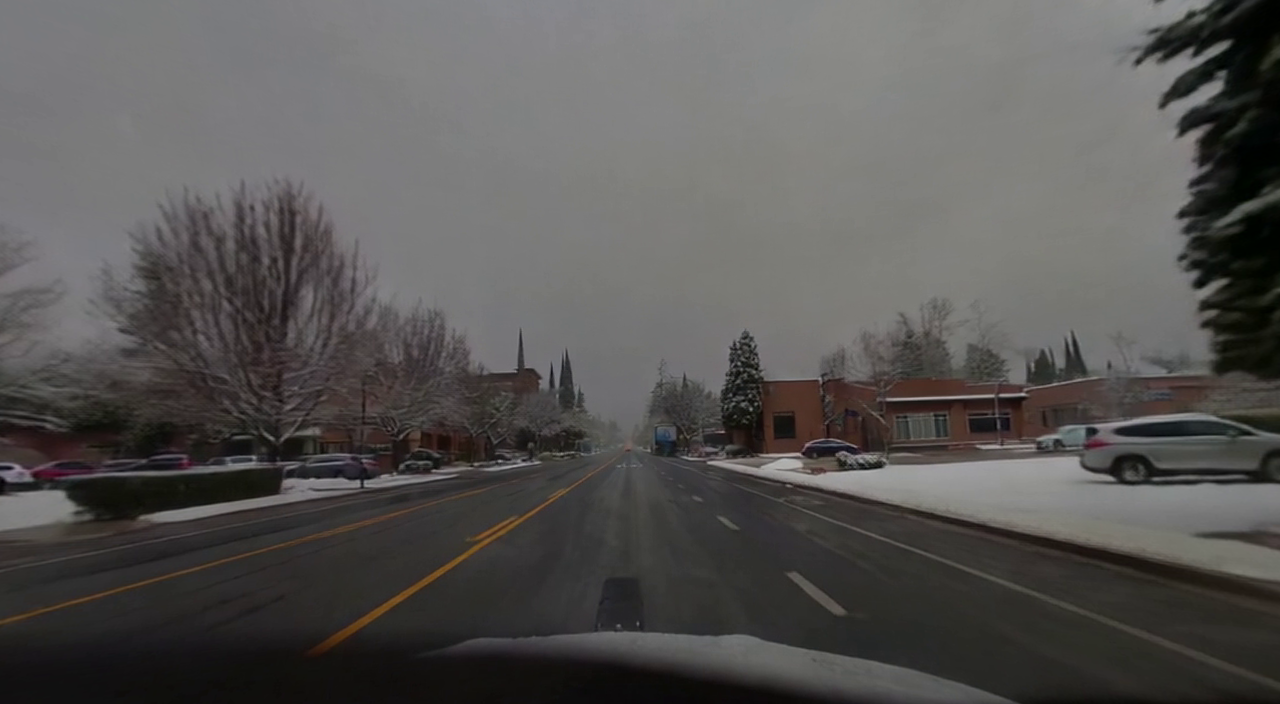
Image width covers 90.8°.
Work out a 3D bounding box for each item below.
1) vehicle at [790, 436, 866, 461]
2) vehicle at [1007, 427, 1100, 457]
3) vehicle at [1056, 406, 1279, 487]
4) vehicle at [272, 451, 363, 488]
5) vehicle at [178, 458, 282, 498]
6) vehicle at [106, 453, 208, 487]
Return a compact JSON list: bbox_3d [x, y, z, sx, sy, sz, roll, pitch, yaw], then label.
[{"bbox_3d":[12.815,6.588,43.084,4.554,1.668,1.974,-5,-10,28],"label":"vehicle"},{"bbox_3d":[22.332,4.832,34.103,4.750,1.505,1.928,3,-9,-26],"label":"vehicle"},{"bbox_3d":[12.715,2.214,14.790,4.632,1.701,1.975,-4,-10,26],"label":"vehicle"},{"bbox_3d":[-16.560,5.960,32.402,4.311,1.746,1.984,-5,-10,29],"label":"vehicle"},{"bbox_3d":[-17.343,5.265,26.679,4.708,1.472,1.994,-6,-11,35],"label":"vehicle"},{"bbox_3d":[-27.686,6.755,36.447,4.417,1.747,1.954,5,-10,-33],"label":"vehicle"}]
